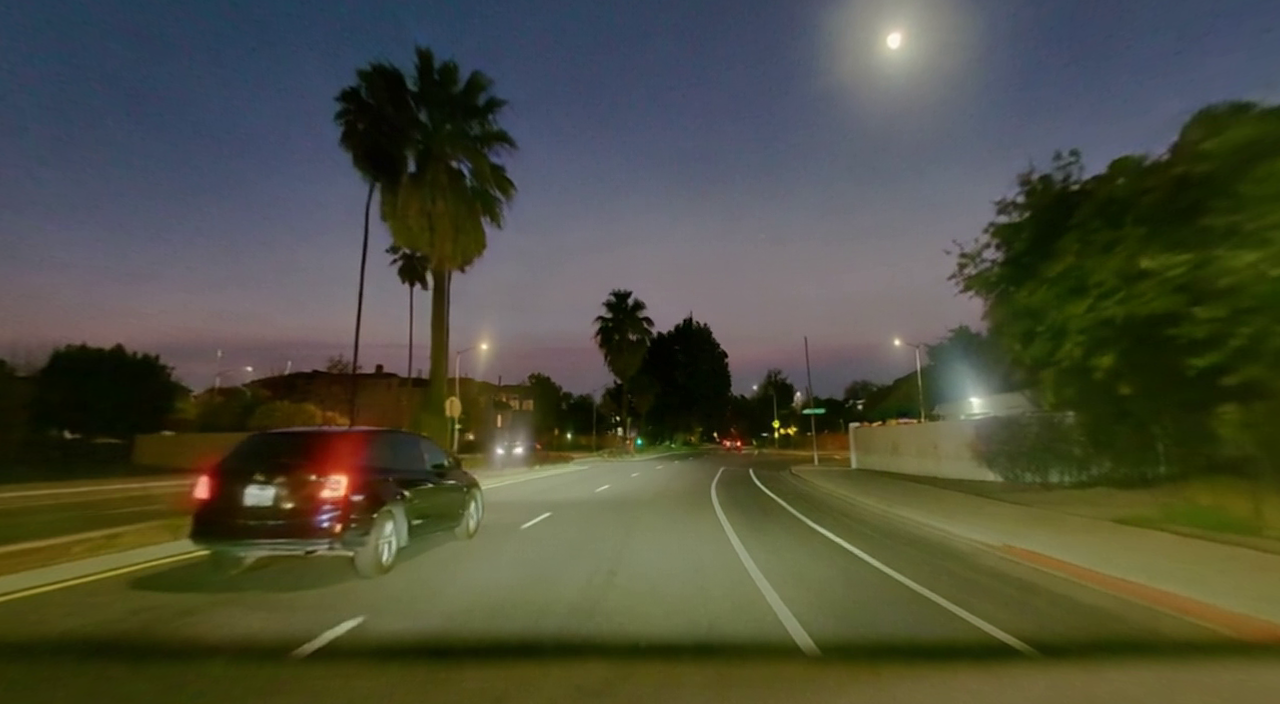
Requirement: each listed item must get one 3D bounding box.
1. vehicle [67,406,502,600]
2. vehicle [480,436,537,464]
[{"bbox_3d":[-3.357,1.535,7.391,2.075,1.498,4.730,-1,-8,5],"label":"vehicle"},{"bbox_3d":[-8.336,6.278,40.397,2.070,1.644,4.458,-2,-8,10],"label":"vehicle"}]
